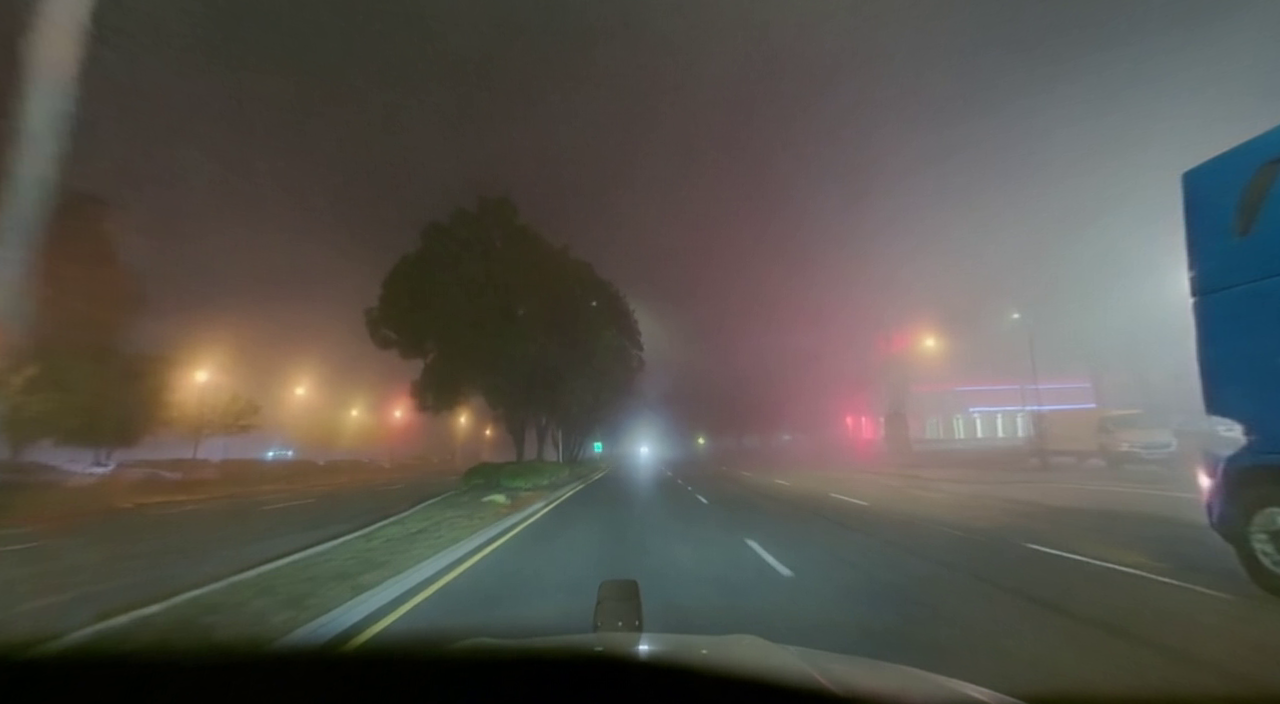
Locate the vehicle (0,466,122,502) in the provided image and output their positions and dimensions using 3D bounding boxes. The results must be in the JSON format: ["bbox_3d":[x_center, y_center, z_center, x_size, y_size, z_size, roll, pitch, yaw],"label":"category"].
[{"bbox_3d":[-27.663,6.258,30.257,4.123,1.470,1.886,5,-10,-33],"label":"vehicle"}]

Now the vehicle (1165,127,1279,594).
[{"bbox_3d":[6.864,-0.677,0.354,3.120,3.794,11.510,0,-9,0],"label":"vehicle"}]

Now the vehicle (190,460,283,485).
[{"bbox_3d":[-26.530,7.900,41.725,4.810,1.465,2.056,3,-9,-22],"label":"vehicle"}]

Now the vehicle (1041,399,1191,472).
[{"bbox_3d":[25.570,4.647,34.521,2.718,3.538,7.077,-1,-9,2],"label":"vehicle"}]
